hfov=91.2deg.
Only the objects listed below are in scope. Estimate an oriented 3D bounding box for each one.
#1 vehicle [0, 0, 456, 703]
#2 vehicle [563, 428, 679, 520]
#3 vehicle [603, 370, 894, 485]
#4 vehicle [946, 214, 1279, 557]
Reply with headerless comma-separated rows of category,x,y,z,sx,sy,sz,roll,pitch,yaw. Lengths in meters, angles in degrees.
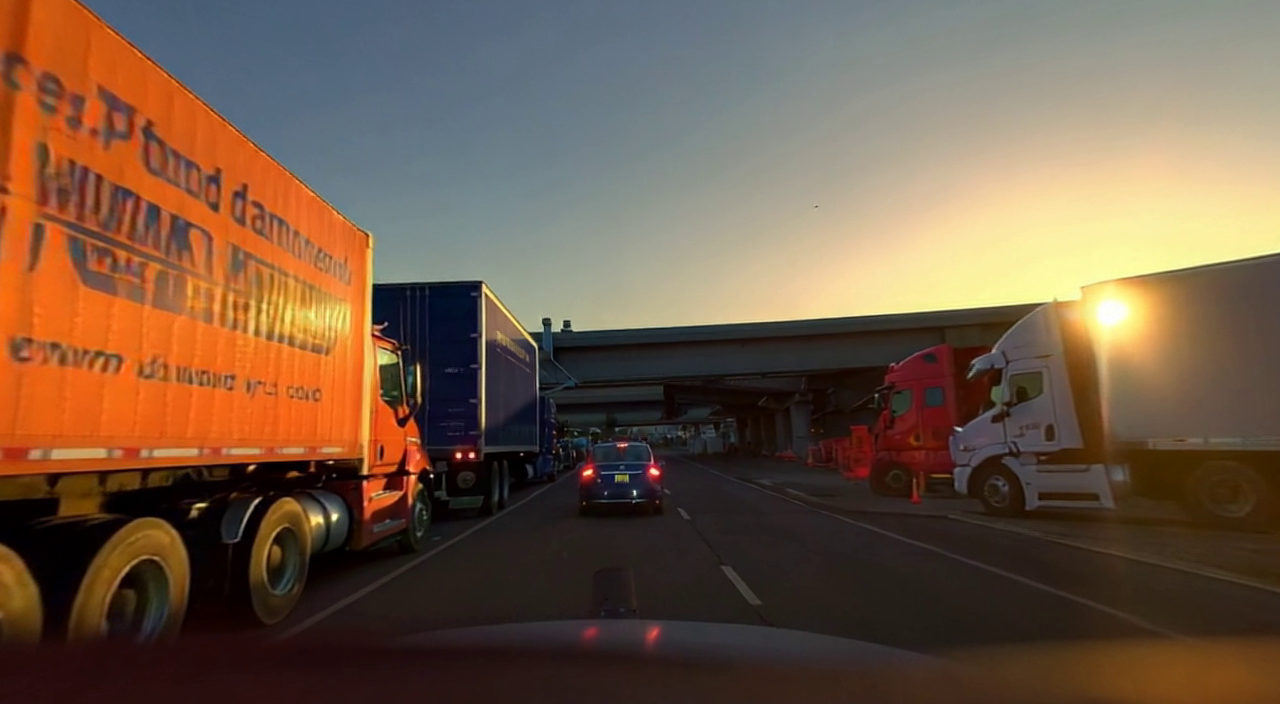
vehicle,-3.986,0.362,4.048,2.986,3.391,9.523,0,-9,-2
vehicle,-0.369,2.566,13.628,2.140,1.682,3.971,0,-9,0
vehicle,3.924,3.565,28.968,2.877,4.124,14.516,3,-8,-41
vehicle,11.148,0.181,6.686,13.564,4.152,3.110,-9,-12,42
